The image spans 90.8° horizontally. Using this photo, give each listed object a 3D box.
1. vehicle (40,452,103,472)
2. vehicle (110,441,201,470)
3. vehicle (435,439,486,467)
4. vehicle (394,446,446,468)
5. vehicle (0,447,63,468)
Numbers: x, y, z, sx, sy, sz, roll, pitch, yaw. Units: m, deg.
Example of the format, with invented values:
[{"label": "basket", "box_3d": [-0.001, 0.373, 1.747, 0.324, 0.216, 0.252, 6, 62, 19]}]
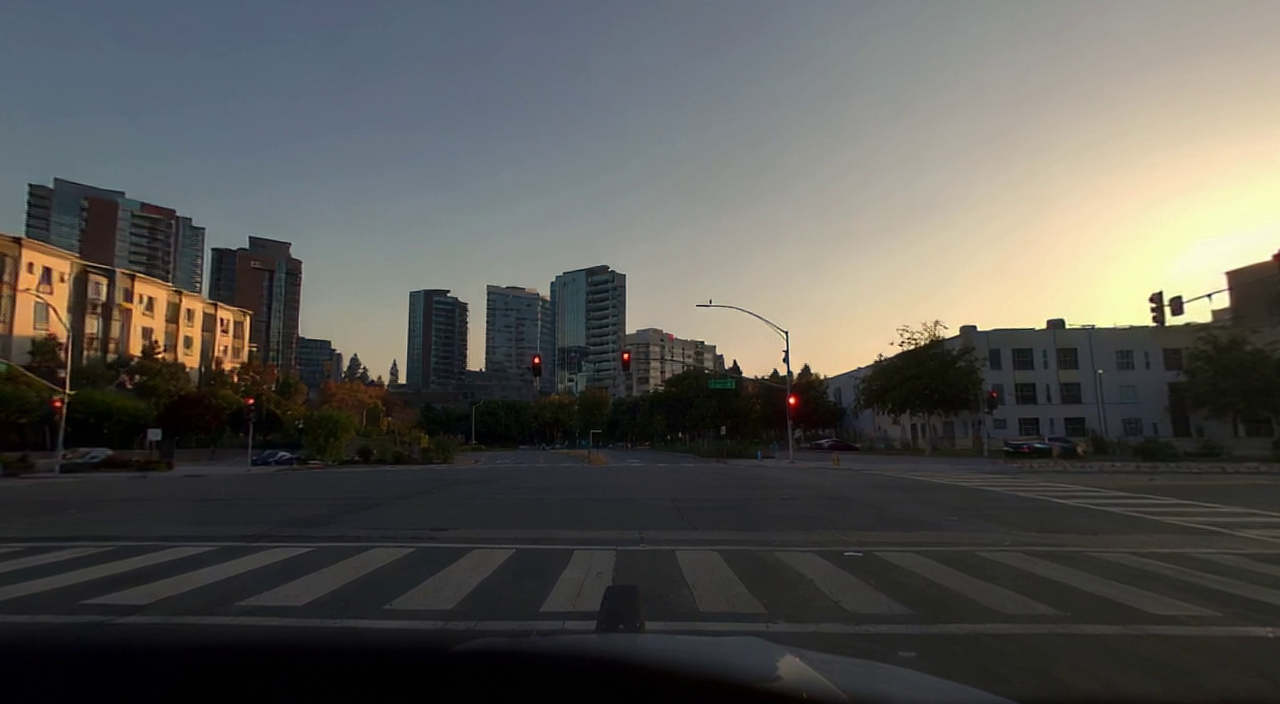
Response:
[{"label": "vehicle", "box_3d": [-41.606, 8.037, 46.320, 1.552, 1.339, 3.340, -2, -9, -1]}, {"label": "vehicle", "box_3d": [-34.911, 7.426, 45.746, 2.204, 1.955, 5.518, 0, -8, 0]}, {"label": "vehicle", "box_3d": [-11.974, 6.771, 42.405, 2.080, 1.763, 4.341, 0, -8, 1]}, {"label": "vehicle", "box_3d": [-15.510, 7.419, 44.798, 2.056, 1.450, 4.343, 0, -8, 0]}, {"label": "vehicle", "box_3d": [-45.258, 7.773, 46.602, 1.858, 1.467, 3.624, 0, -8, 1]}]
